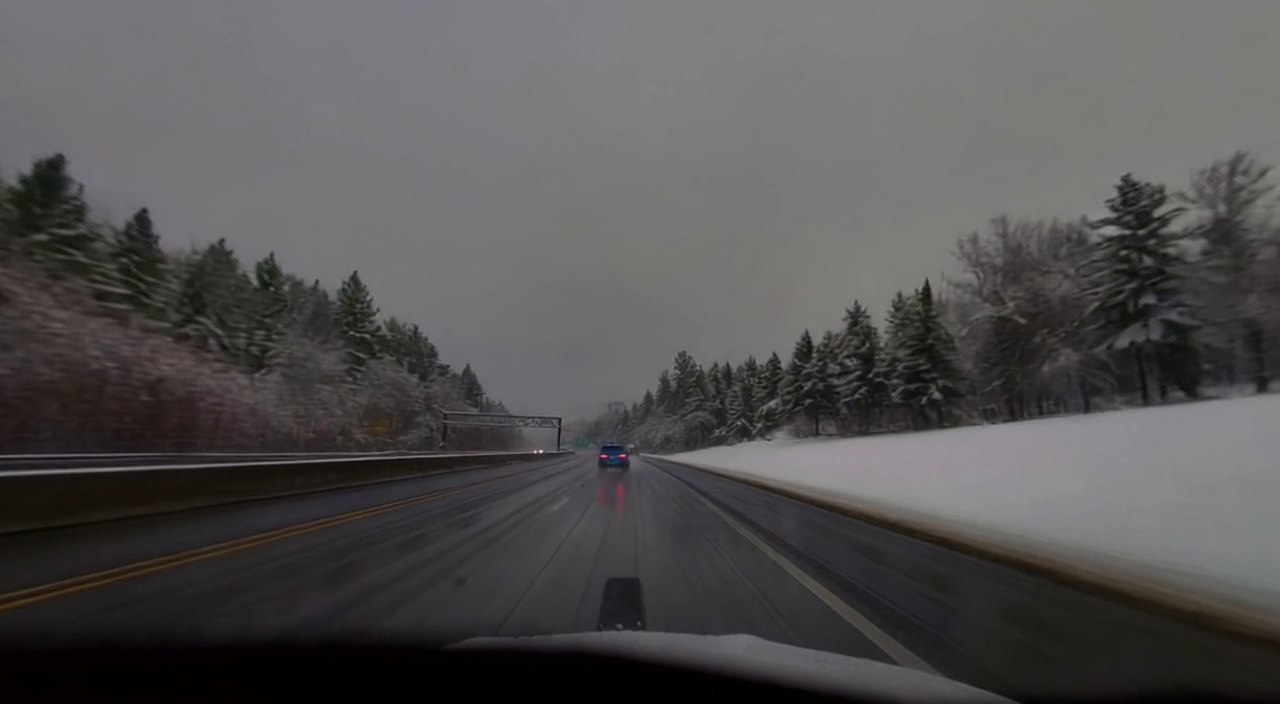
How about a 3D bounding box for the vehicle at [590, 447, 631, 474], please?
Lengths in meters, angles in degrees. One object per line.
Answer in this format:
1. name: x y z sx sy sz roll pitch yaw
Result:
1. vehicle: -1.603 6.187 36.092 2.126 1.411 4.433 0 -9 0
